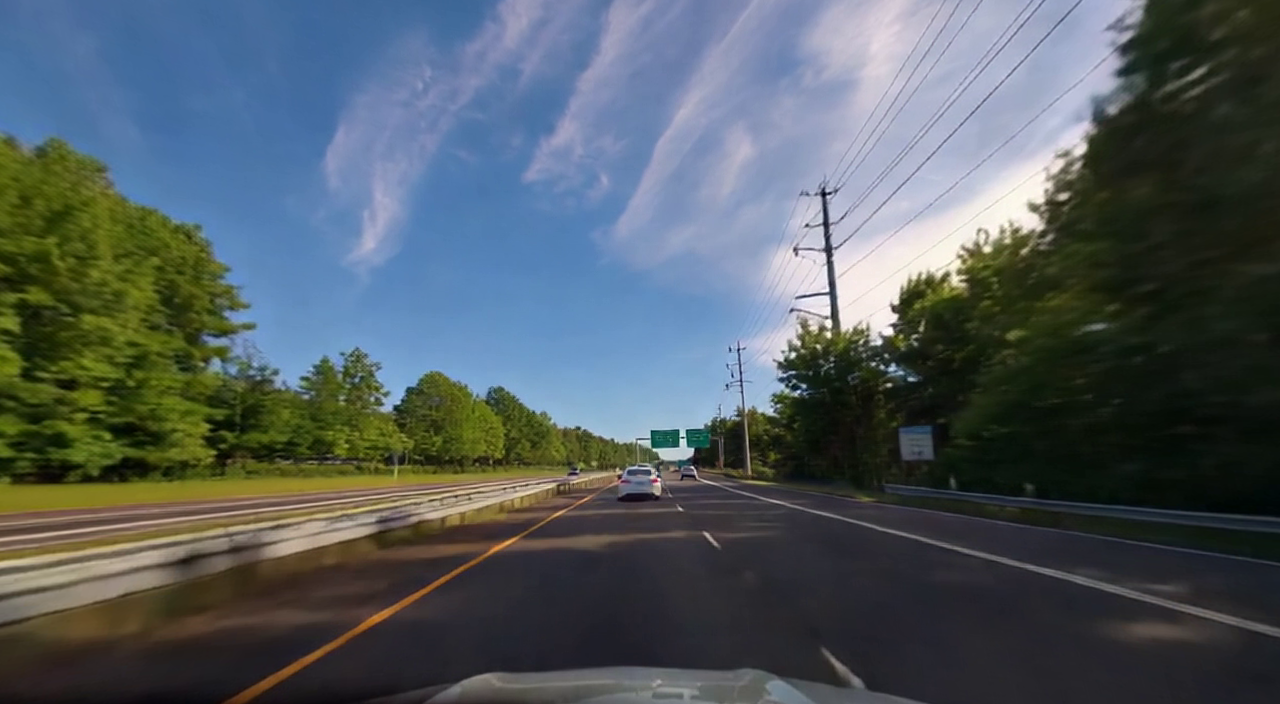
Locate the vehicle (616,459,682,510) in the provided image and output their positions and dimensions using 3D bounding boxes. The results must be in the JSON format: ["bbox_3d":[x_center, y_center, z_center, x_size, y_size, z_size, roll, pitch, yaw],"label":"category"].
[{"bbox_3d":[0.280,4.354,20.959,1.987,1.480,3.786,1,-10,0],"label":"vehicle"}]
